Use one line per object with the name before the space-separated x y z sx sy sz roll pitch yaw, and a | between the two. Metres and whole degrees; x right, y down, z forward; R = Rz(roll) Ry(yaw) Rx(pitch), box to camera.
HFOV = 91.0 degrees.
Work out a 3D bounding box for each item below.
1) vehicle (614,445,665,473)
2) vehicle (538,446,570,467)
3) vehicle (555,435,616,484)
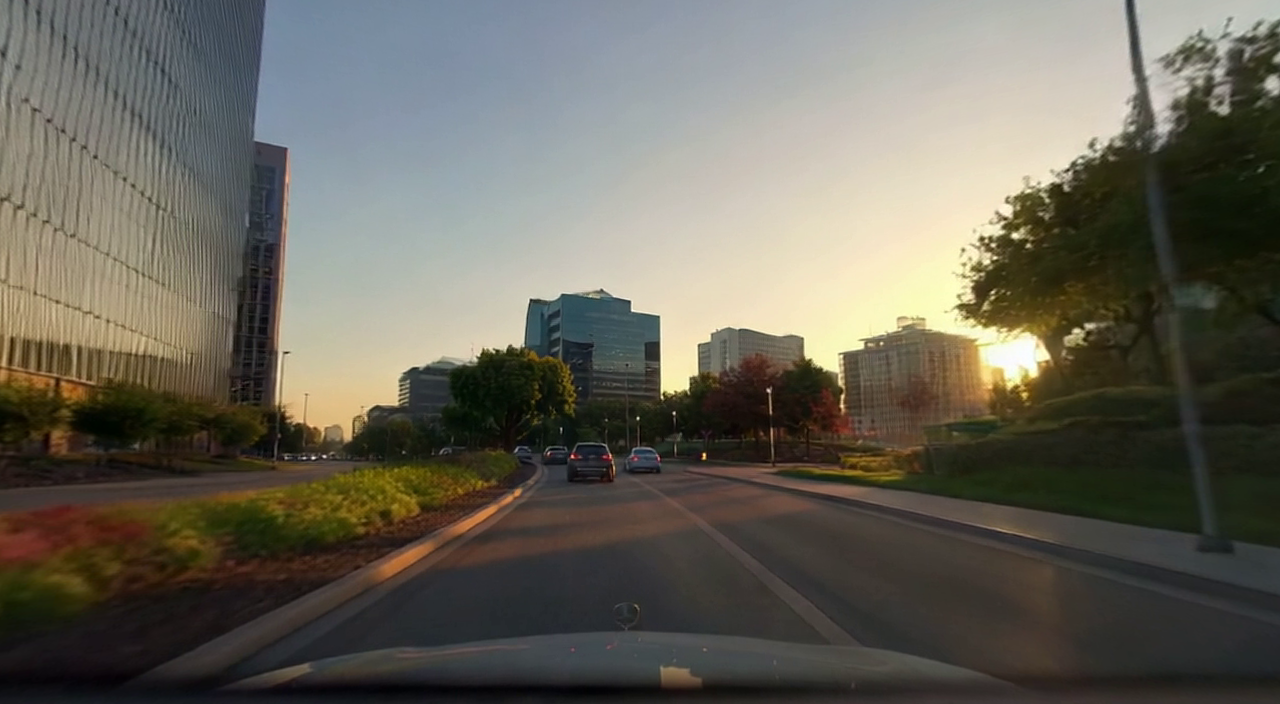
vehicle | -0.102 6.122 36.171 2.116 1.506 4.355 2 -9 -11
vehicle | -6.798 8.166 49.260 2.029 1.515 4.494 2 -9 -13
vehicle | -2.188 4.240 25.032 2.173 1.761 4.374 1 -9 -6
